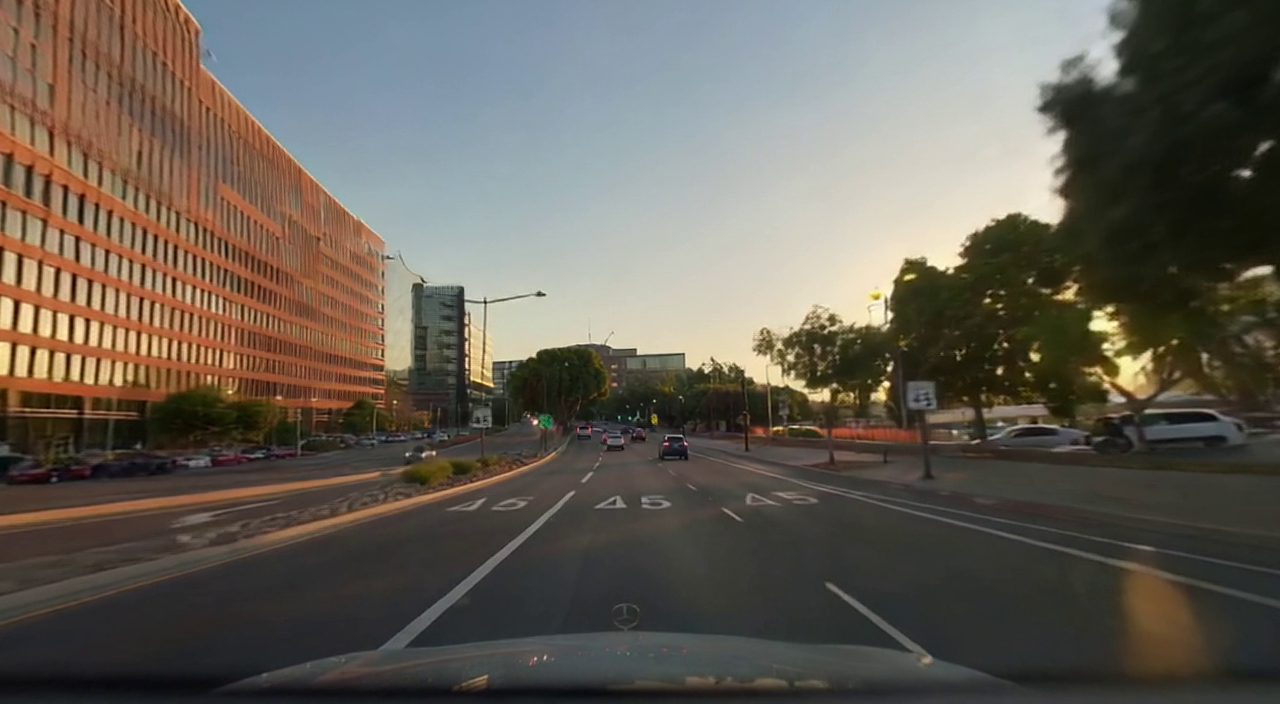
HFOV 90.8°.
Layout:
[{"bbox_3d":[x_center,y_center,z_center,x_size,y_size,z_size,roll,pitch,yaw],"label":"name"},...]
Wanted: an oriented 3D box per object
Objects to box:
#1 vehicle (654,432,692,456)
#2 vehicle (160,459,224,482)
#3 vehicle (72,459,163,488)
[{"bbox_3d":[2.148,6.233,42.818,2.090,1.506,4.382,0,-8,-3],"label":"vehicle"},{"bbox_3d":[-29.625,7.810,41.898,1.655,1.389,3.364,0,-9,3],"label":"vehicle"},{"bbox_3d":[-29.596,6.863,35.931,1.764,1.476,4.121,0,-9,-3],"label":"vehicle"}]
